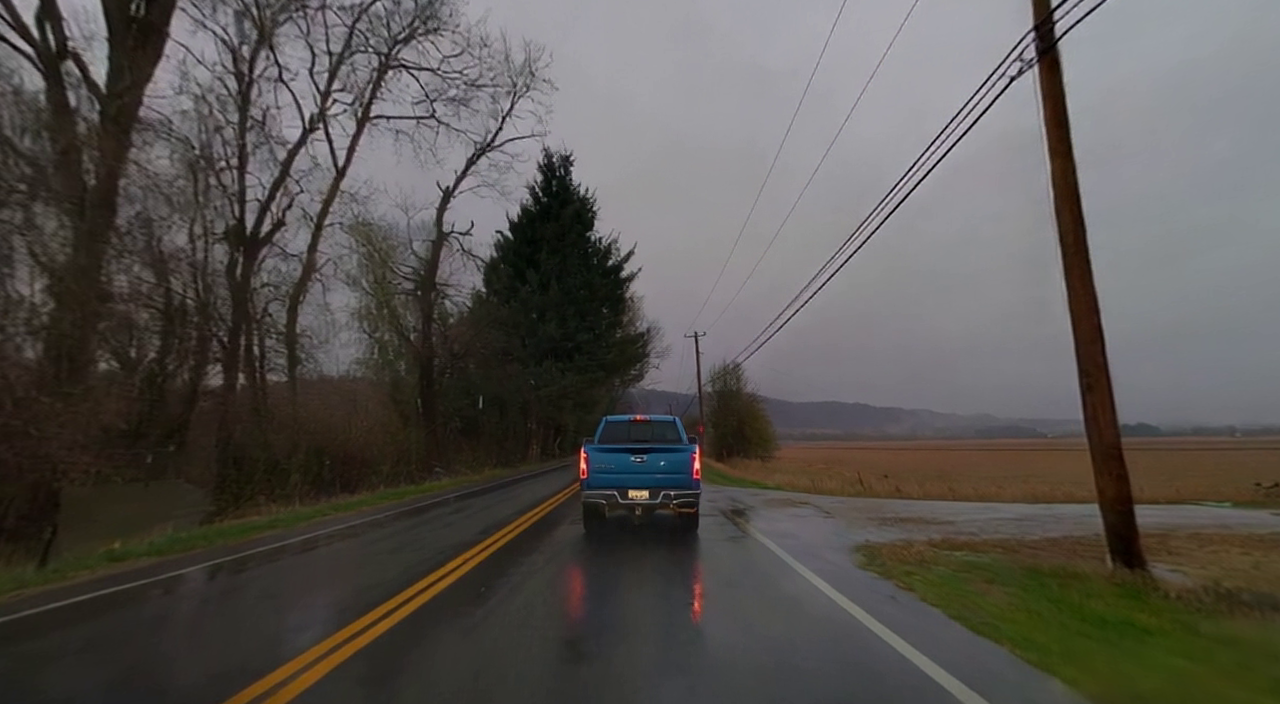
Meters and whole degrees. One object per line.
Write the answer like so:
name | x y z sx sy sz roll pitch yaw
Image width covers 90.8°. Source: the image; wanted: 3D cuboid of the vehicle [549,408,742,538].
vehicle | 0.039 2.185 12.131 2.774 1.861 5.885 0 -8 -1
